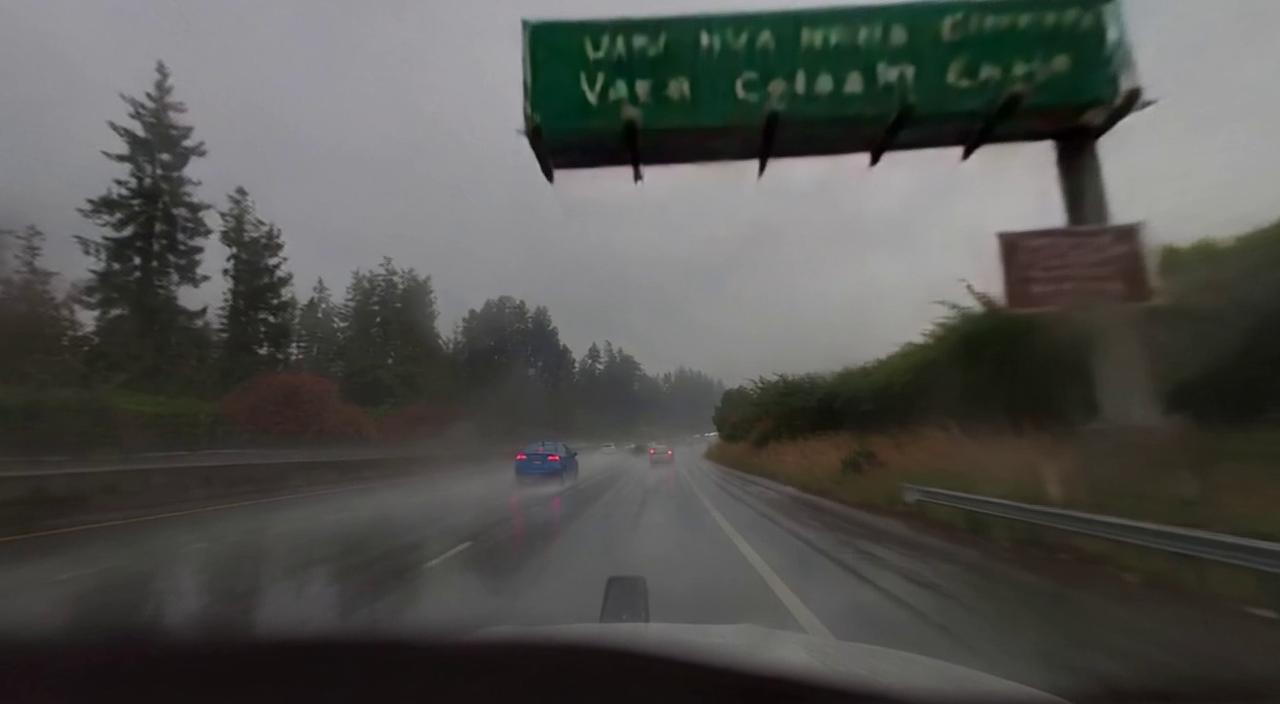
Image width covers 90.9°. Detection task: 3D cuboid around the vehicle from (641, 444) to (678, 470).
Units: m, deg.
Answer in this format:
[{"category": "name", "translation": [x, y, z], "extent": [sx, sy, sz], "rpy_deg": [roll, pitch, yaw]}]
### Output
[{"category": "vehicle", "translation": [1.209, 6.232, 37.691], "extent": [2.113, 1.464, 4.073], "rpy_deg": [-1, -9, 3]}]

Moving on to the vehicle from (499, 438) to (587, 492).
[{"category": "vehicle", "translation": [-3.024, 3.635, 20.664], "extent": [2.024, 1.531, 4.431], "rpy_deg": [0, -8, 2]}]
